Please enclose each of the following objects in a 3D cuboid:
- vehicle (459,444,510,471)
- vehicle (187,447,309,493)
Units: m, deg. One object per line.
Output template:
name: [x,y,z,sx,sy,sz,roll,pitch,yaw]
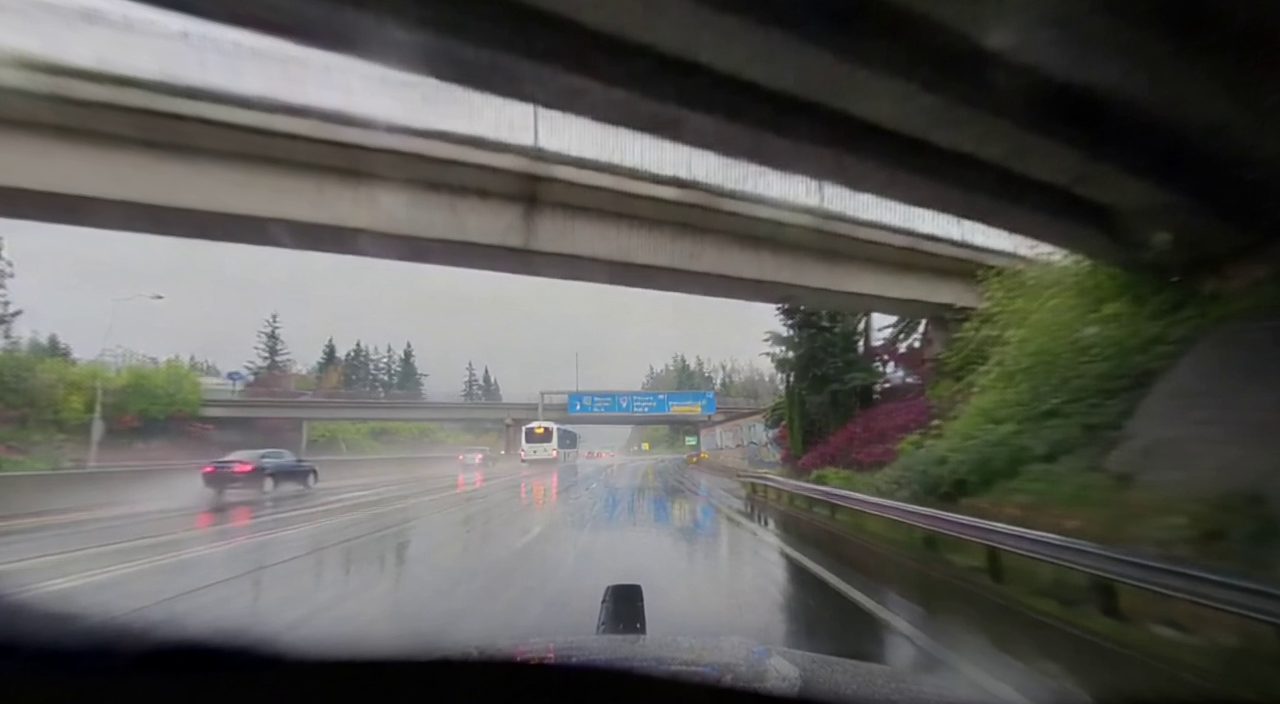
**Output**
vehicle: [-9.671,6.597,39.656,1.979,1.600,4.516,0,-8,1]
vehicle: [-13.881,4.152,22.645,1.878,1.470,3.825,0,-8,0]
